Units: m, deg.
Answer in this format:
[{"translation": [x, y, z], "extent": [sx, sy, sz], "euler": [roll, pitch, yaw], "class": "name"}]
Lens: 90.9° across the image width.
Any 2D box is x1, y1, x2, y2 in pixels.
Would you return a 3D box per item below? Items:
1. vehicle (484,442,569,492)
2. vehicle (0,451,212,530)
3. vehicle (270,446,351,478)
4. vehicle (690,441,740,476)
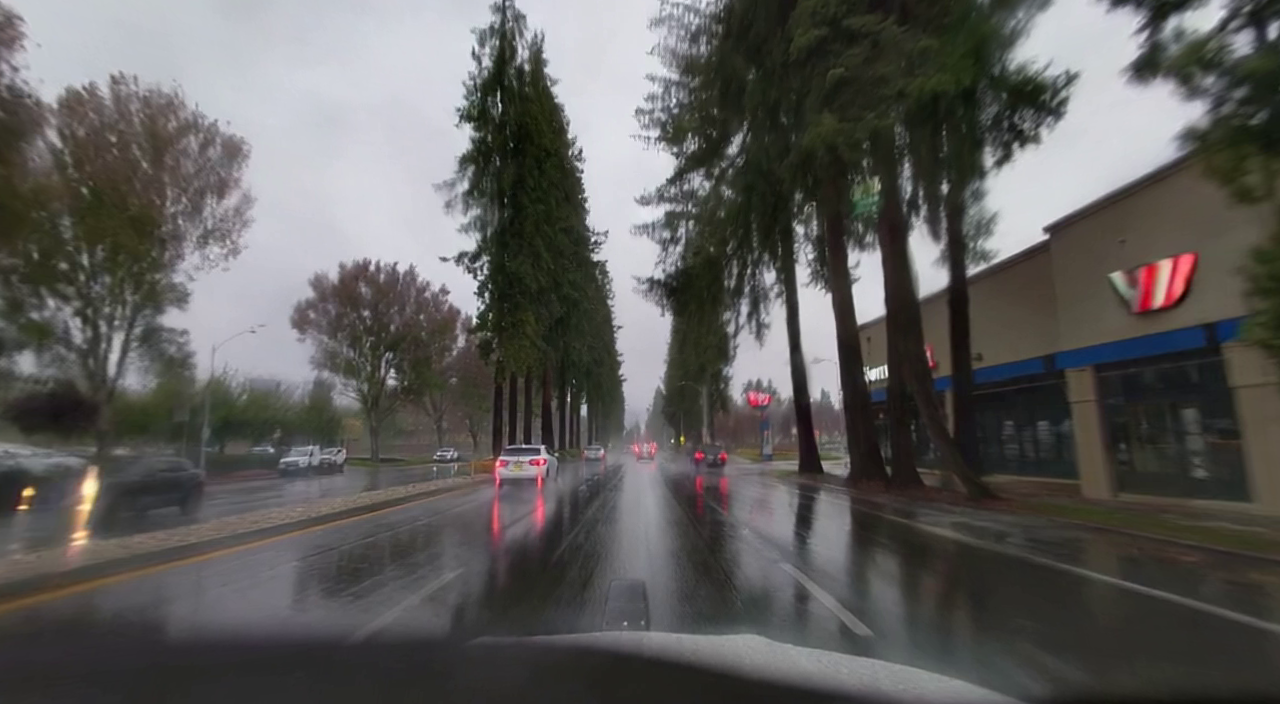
[{"translation": [-3.673, 3.804, 21.251], "extent": [1.908, 1.481, 4.536], "euler": [0, -8, 1], "class": "vehicle"}, {"translation": [-12.336, 3.011, 14.349], "extent": [1.970, 1.458, 4.473], "euler": [0, -8, 1], "class": "vehicle"}, {"translation": [-22.638, 7.544, 43.647], "extent": [2.235, 2.061, 5.936], "euler": [0, -8, 2], "class": "vehicle"}, {"translation": [3.547, 5.101, 30.421], "extent": [1.922, 1.579, 3.642], "euler": [0, -8, -1], "class": "vehicle"}]
